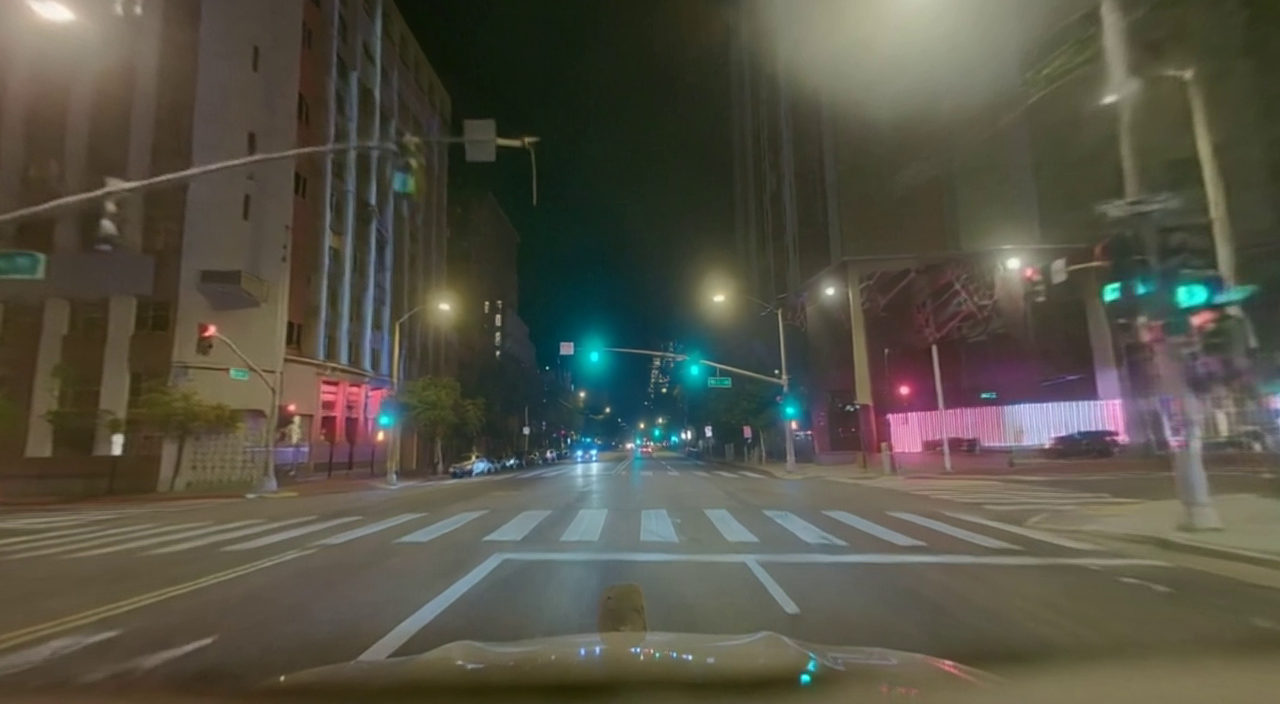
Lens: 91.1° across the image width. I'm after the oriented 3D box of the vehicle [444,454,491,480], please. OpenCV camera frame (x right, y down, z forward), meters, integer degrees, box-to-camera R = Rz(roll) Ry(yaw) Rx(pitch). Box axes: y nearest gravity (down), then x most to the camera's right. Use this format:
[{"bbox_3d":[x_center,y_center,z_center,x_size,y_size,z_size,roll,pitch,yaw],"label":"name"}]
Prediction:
[{"bbox_3d":[-11.926,7.937,43.622,1.910,1.511,4.565,-1,-7,1],"label":"vehicle"}]
